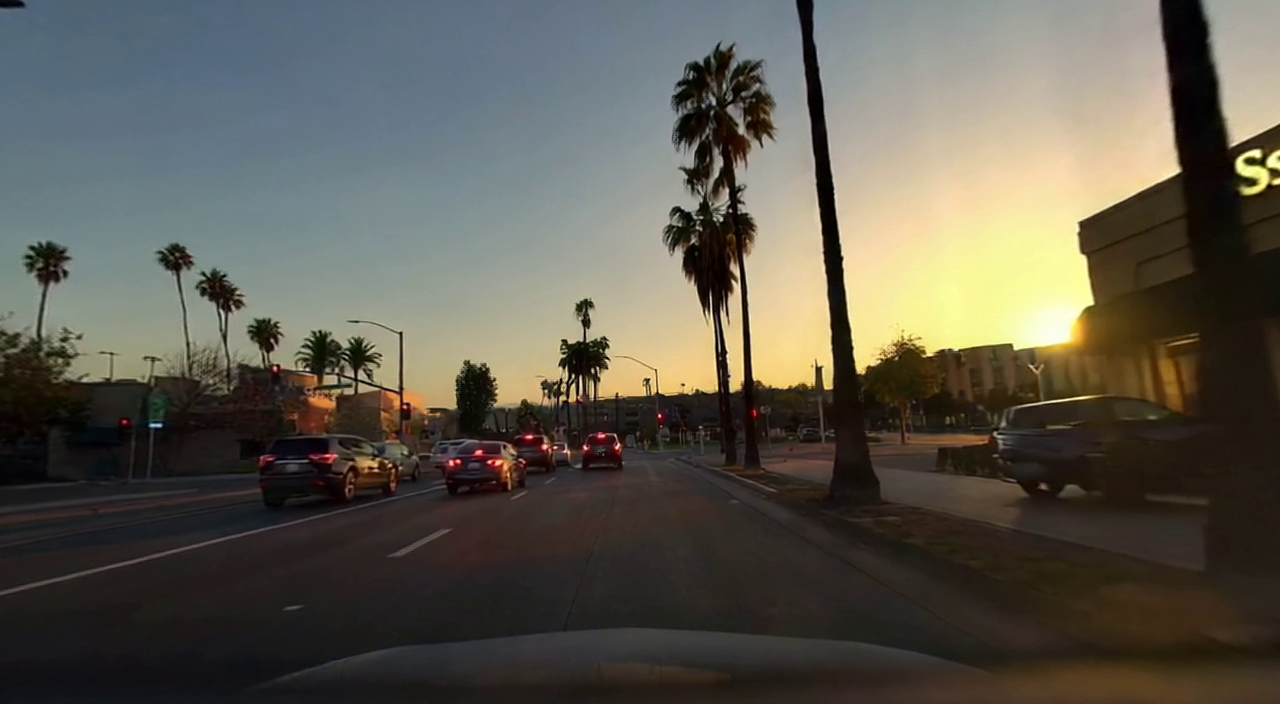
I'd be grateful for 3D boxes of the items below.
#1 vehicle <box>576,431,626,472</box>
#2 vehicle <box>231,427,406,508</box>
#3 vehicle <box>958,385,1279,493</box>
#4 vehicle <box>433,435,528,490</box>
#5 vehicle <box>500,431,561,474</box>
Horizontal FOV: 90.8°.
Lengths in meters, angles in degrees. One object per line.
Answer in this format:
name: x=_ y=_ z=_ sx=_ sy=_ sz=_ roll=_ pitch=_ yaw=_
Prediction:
vehicle: x=-1.741 y=4.671 z=29.747 sx=2.153 sy=1.759 sz=4.320 roll=0 pitch=-9 yaw=-1
vehicle: x=-8.470 y=3.097 z=17.349 sx=2.178 sy=1.864 sz=5.005 roll=0 pitch=-9 yaw=-1
vehicle: x=9.504 y=1.768 z=12.882 sx=4.774 sy=1.975 sz=2.245 roll=0 pitch=-9 yaw=-2
vehicle: x=-5.094 y=3.596 z=20.864 sx=1.885 sy=1.567 sz=4.775 roll=0 pitch=-9 yaw=0
vehicle: x=-5.091 y=4.789 z=30.161 sx=2.025 sy=1.862 sz=4.804 roll=0 pitch=-9 yaw=0
